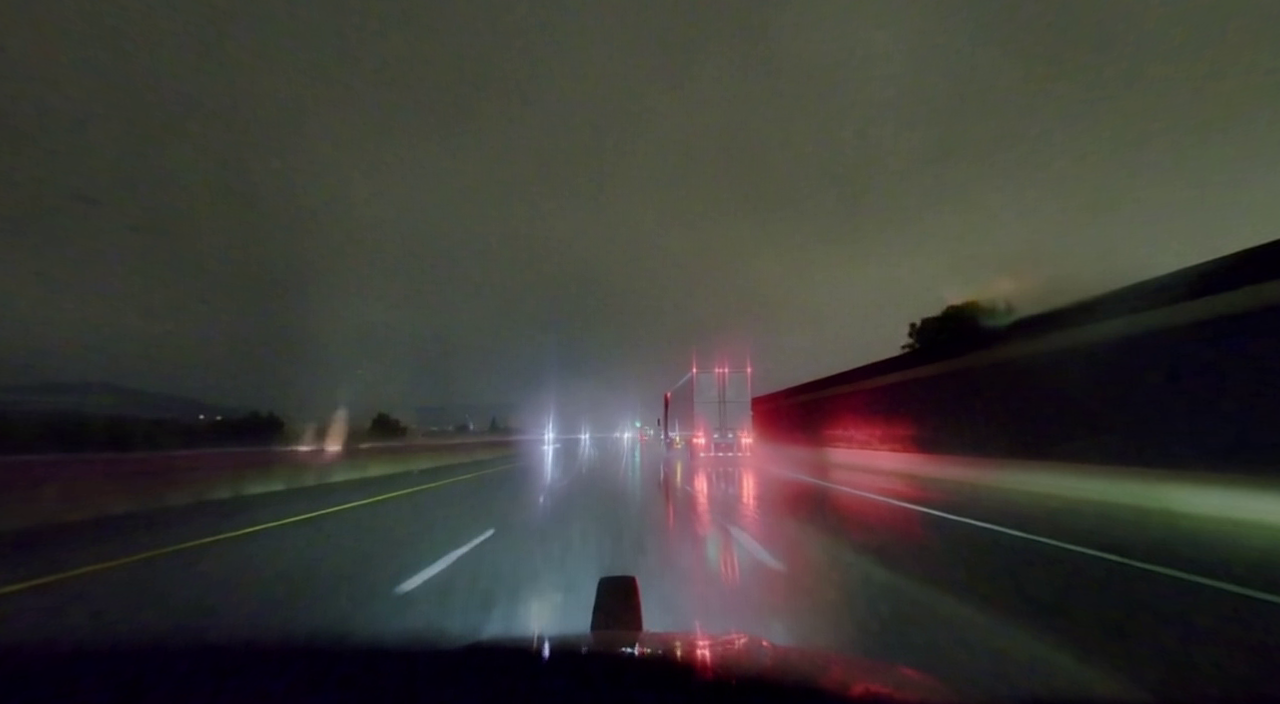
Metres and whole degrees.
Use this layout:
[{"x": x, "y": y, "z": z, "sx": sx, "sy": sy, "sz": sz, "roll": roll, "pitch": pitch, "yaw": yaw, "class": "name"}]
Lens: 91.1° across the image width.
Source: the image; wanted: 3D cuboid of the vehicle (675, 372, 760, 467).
[{"x": 3.484, "y": 3.399, "z": 30.669, "sx": 2.859, "sy": 3.981, "sz": 8.596, "roll": 0, "pitch": -8, "yaw": -1, "class": "vehicle"}]

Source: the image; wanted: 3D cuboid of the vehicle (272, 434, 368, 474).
[{"x": -14.259, "y": 4.530, "z": 28.350, "sx": 1.945, "sy": 1.643, "sz": 4.614, "roll": 0, "pitch": -8, "yaw": -1, "class": "vehicle"}]
